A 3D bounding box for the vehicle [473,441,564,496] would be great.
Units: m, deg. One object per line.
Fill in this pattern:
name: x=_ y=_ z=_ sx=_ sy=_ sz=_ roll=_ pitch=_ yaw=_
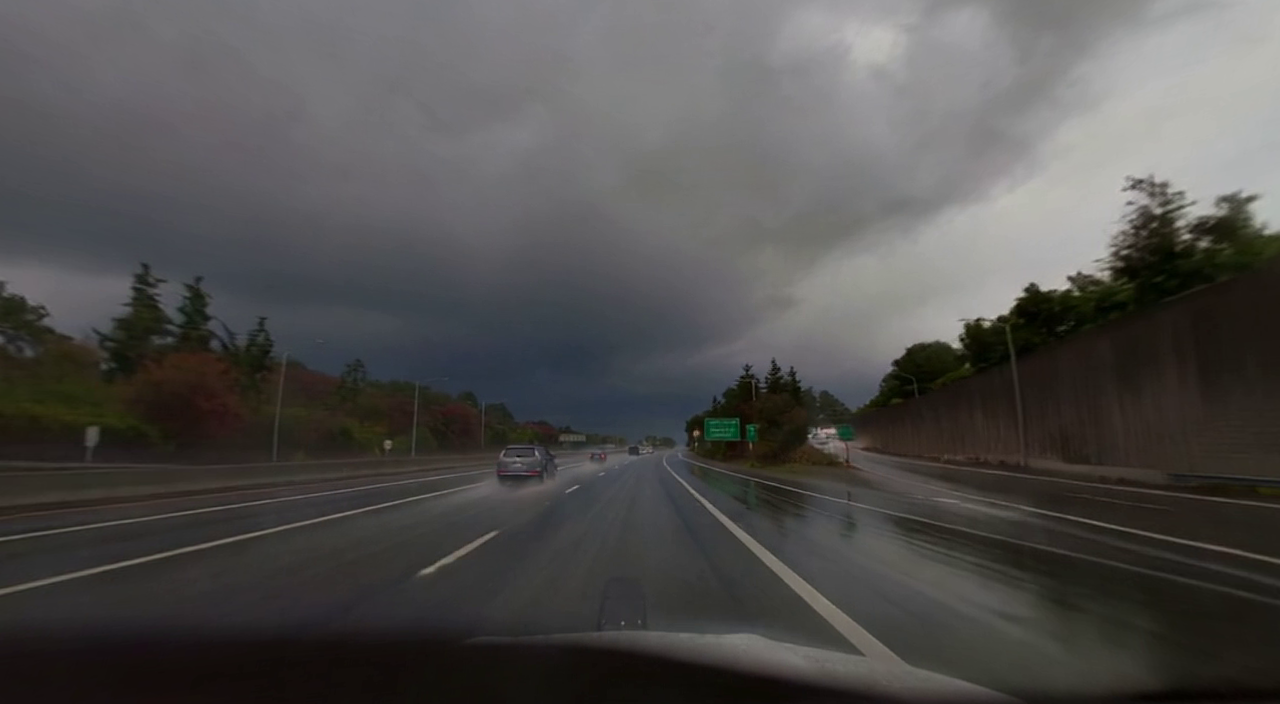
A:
vehicle: x=-4.050 y=3.971 z=21.866 sx=2.263 sy=1.696 sz=4.321 roll=0 pitch=-9 yaw=1
